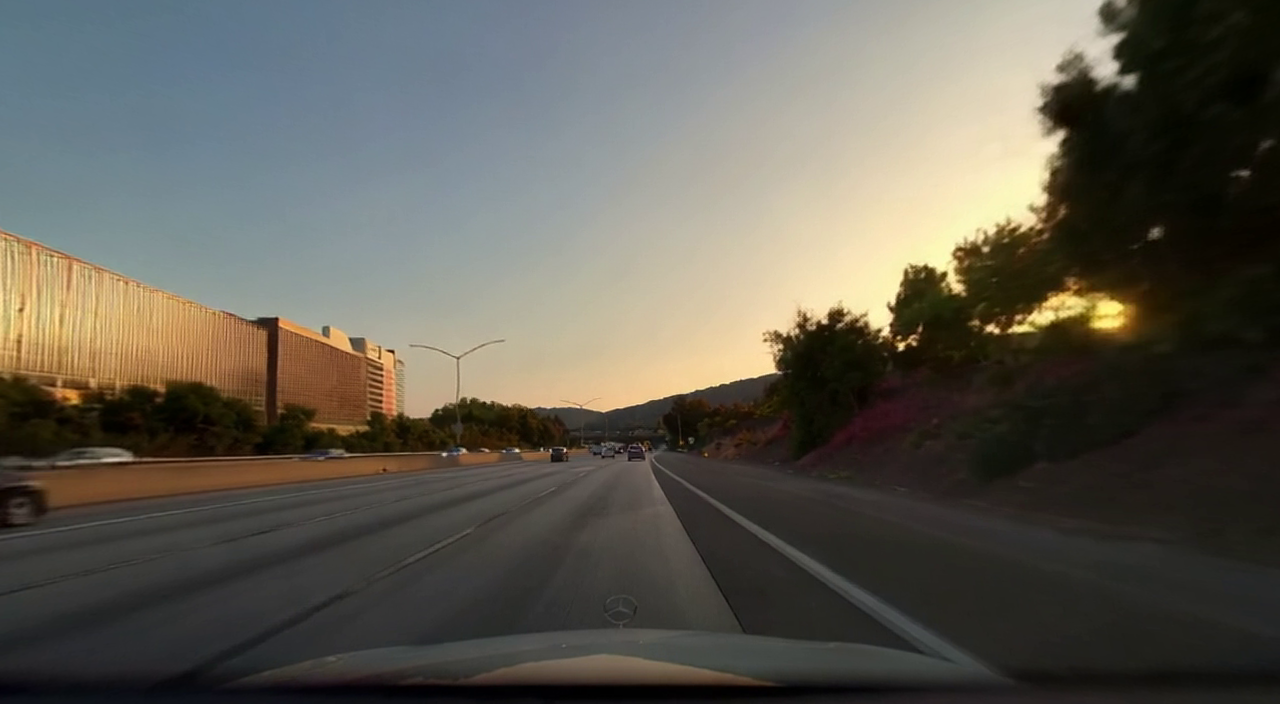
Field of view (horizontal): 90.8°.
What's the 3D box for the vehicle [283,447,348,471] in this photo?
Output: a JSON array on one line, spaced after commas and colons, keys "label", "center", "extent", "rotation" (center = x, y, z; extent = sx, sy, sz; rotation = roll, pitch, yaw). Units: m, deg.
[{"label": "vehicle", "center": [-22.448, 7.383, 43.975], "extent": [1.911, 1.534, 4.817], "rotation": [-1, -8, 1]}]
